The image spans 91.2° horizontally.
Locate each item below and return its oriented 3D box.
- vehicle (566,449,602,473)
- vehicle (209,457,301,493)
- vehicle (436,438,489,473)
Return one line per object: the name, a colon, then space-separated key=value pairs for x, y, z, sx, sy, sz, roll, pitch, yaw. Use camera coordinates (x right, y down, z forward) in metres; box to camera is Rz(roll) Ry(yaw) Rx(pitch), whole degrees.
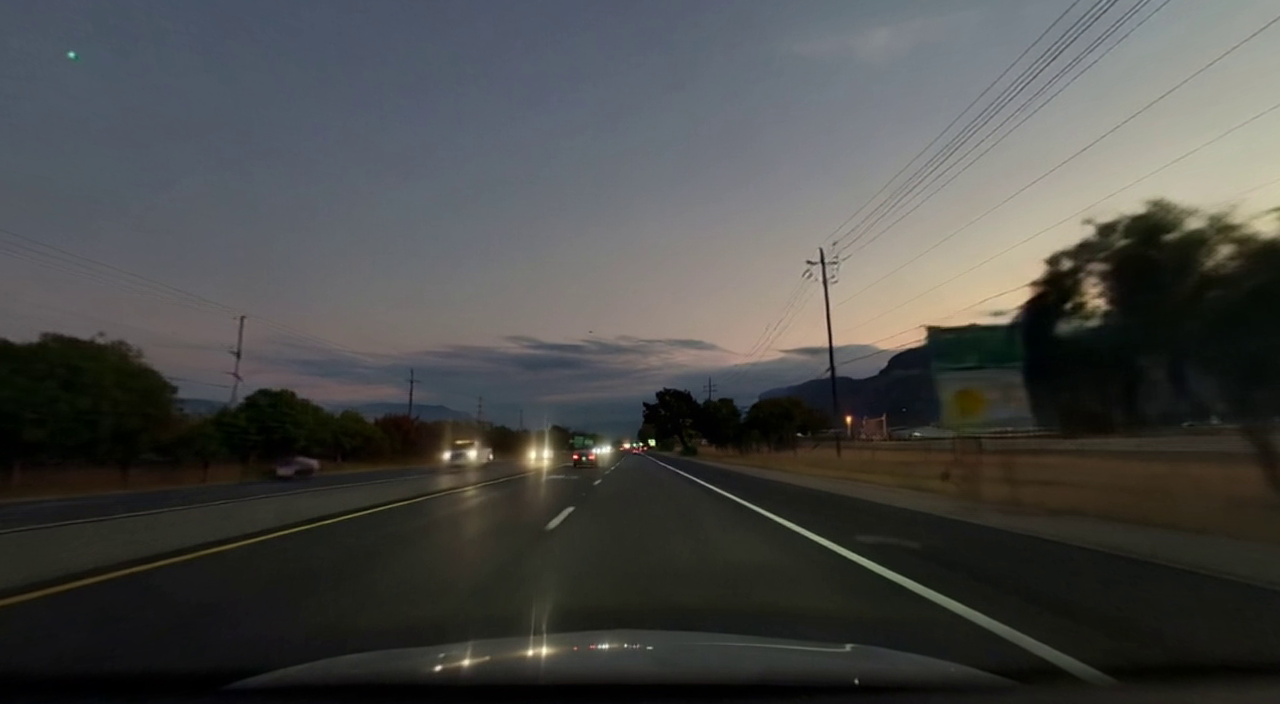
vehicle: x=-3.824 y=7.546 z=43.591 sx=2.123 sy=1.545 sz=4.404 roll=0 pitch=-9 yaw=0
vehicle: x=-17.034 y=5.439 z=27.951 sx=1.778 sy=1.456 sz=3.688 roll=0 pitch=-9 yaw=0
vehicle: x=-12.999 y=7.623 z=46.312 sx=2.329 sy=2.393 sz=5.349 roll=0 pitch=-9 yaw=0
